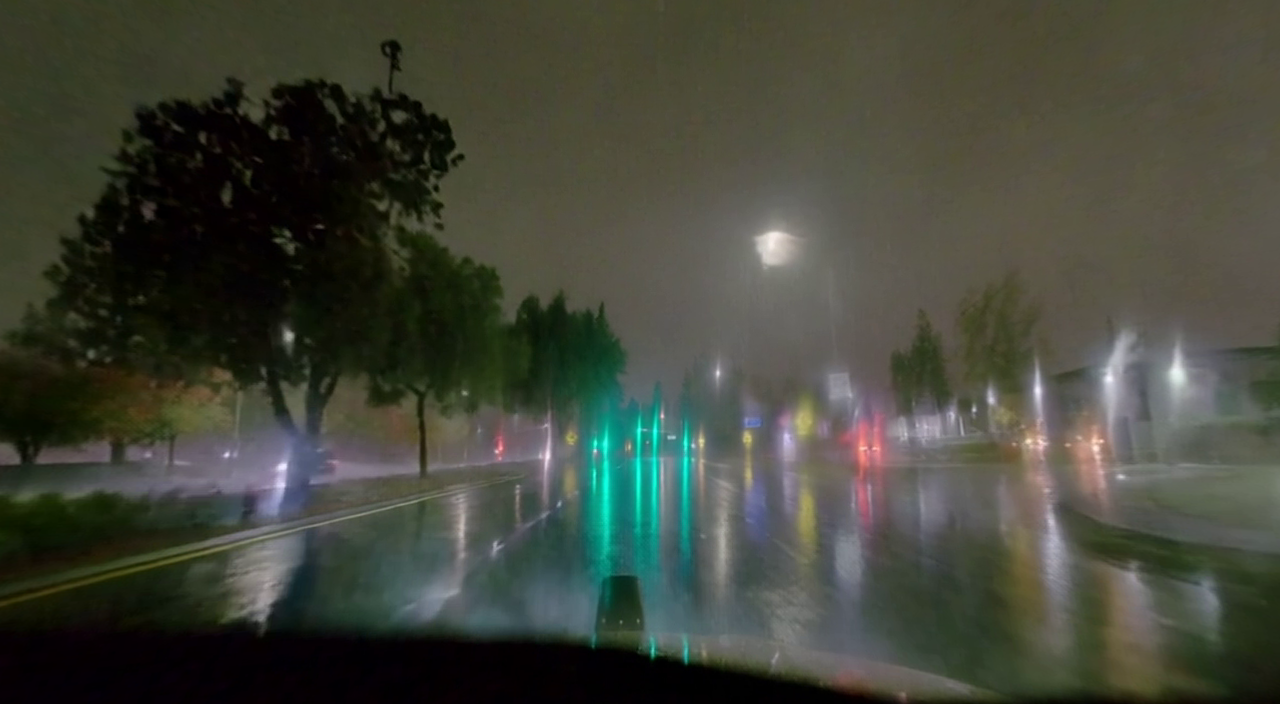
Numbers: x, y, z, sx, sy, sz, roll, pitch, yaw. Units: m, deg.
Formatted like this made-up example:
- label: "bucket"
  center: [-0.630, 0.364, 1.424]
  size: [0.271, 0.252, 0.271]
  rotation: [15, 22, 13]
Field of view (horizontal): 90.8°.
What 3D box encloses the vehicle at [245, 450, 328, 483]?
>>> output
- label: "vehicle"
  center: [-19.121, 6.175, 34.400]
  size: [1.875, 1.588, 4.490]
  rotation: [0, -8, 1]
